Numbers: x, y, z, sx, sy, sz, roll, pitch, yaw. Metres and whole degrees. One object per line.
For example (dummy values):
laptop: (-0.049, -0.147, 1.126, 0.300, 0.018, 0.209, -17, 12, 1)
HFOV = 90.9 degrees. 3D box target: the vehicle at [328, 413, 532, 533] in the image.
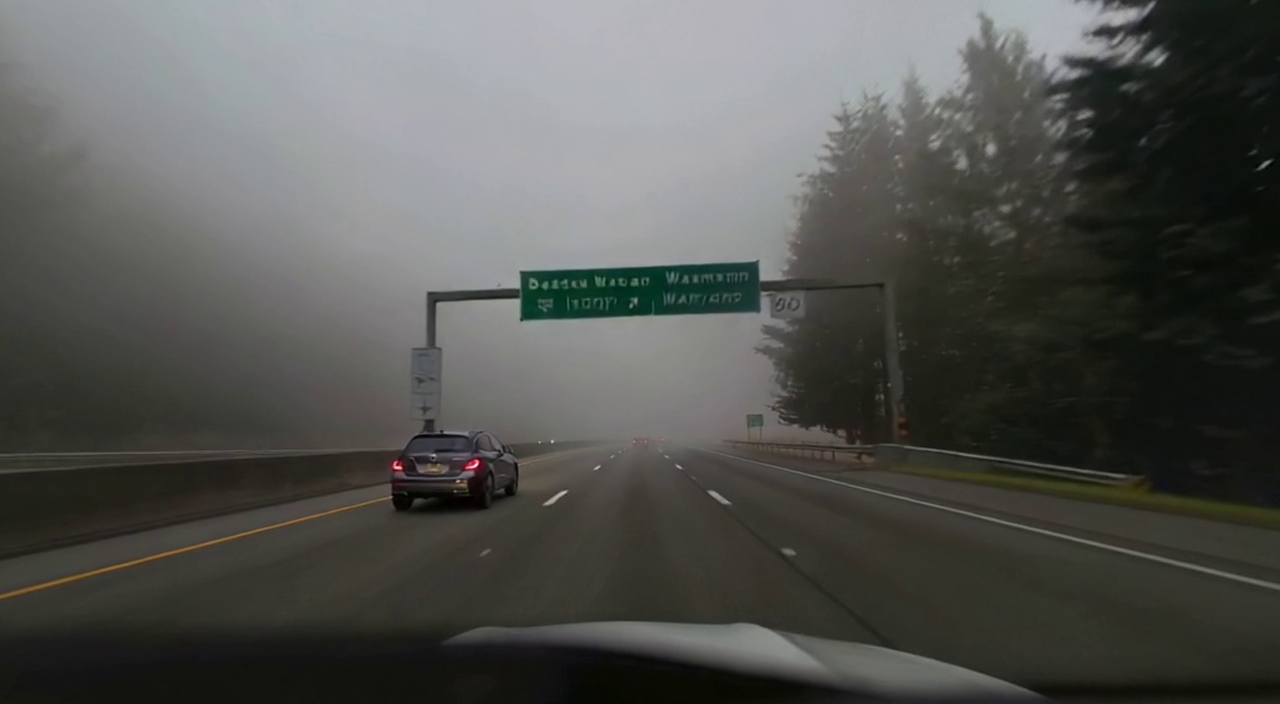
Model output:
vehicle: (-3.281, 1.966, 10.876, 2.084, 1.654, 4.080, 0, -8, 0)
